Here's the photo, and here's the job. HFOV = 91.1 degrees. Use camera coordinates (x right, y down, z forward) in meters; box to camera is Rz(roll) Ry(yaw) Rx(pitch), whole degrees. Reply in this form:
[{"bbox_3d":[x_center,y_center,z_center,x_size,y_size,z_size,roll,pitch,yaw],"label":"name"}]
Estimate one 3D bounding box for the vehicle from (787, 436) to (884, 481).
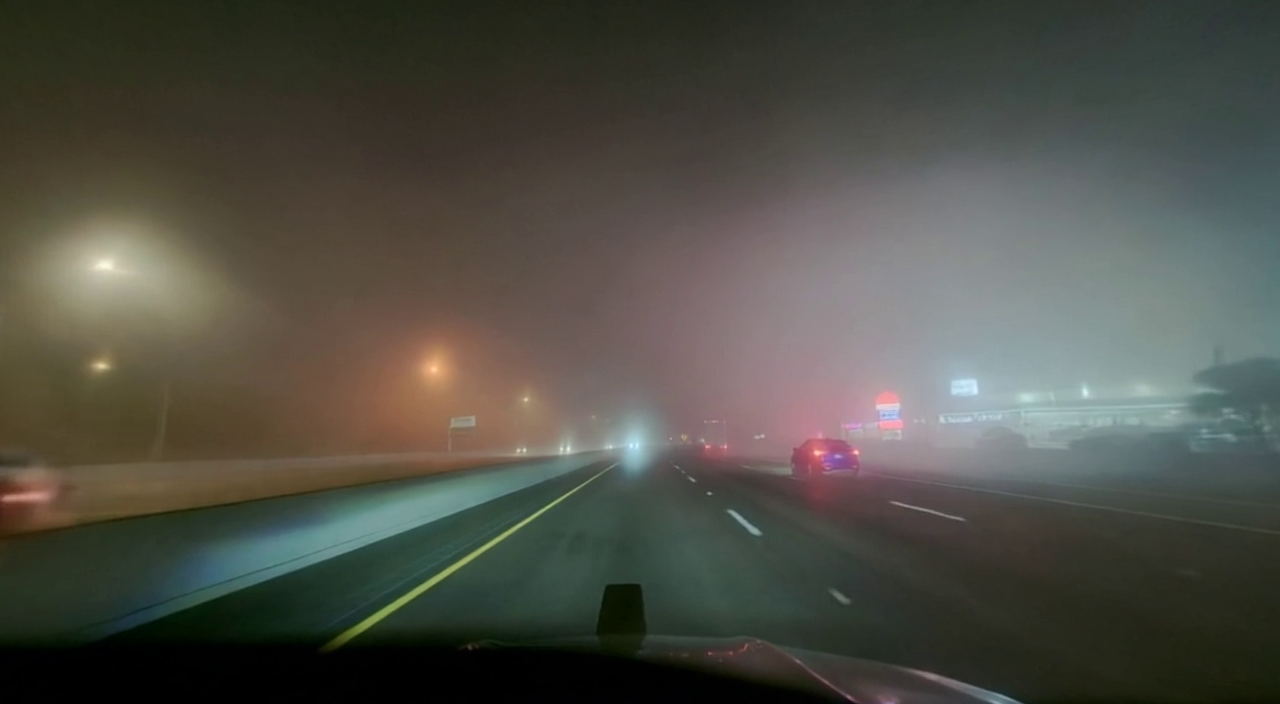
[{"bbox_3d":[7.284,4.021,24.019,2.079,1.518,5.032,0,-8,-1],"label":"vehicle"}]
